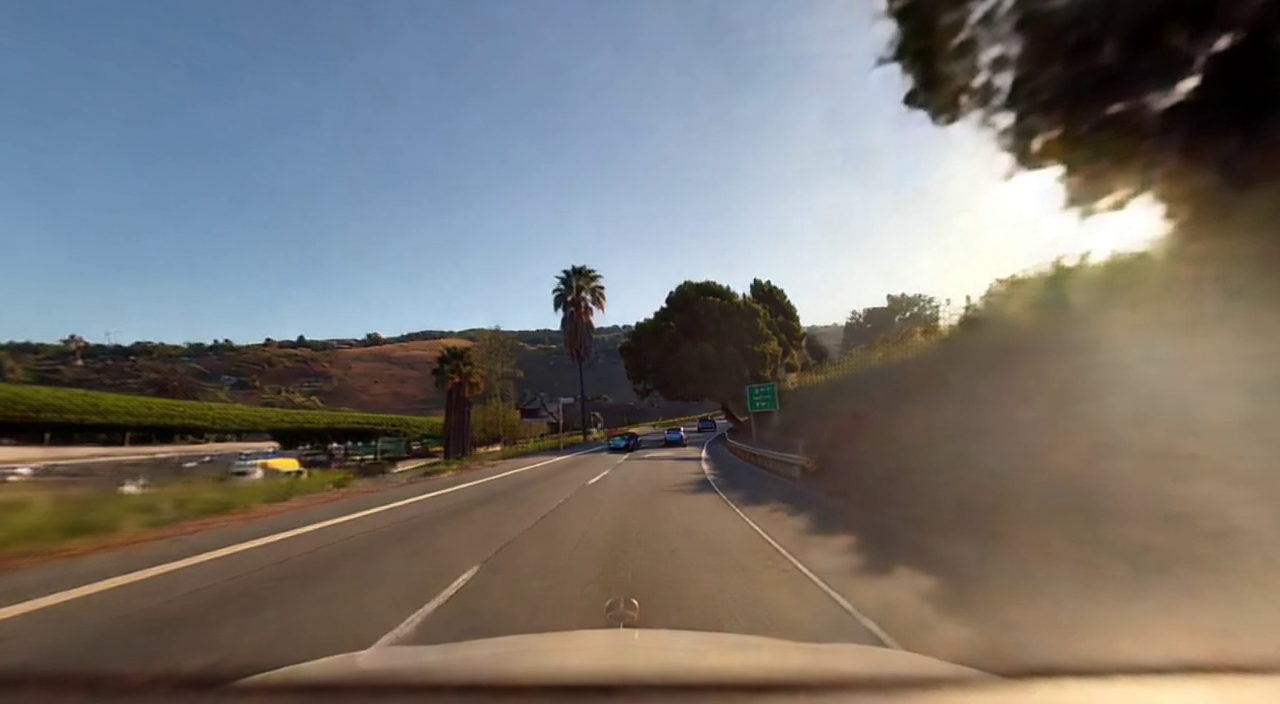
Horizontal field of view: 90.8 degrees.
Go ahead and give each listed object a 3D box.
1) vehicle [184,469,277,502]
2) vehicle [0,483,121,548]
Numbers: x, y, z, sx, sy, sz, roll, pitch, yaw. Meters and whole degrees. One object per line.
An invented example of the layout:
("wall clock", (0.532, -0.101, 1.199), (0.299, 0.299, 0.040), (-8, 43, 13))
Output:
("vehicle", (-26.100, 8.494, 40.567), (2.281, 1.759, 5.531), (0, -9, -1))
("vehicle", (-20.445, 5.437, 21.383), (1.956, 1.716, 4.330), (-1, -9, 1))
